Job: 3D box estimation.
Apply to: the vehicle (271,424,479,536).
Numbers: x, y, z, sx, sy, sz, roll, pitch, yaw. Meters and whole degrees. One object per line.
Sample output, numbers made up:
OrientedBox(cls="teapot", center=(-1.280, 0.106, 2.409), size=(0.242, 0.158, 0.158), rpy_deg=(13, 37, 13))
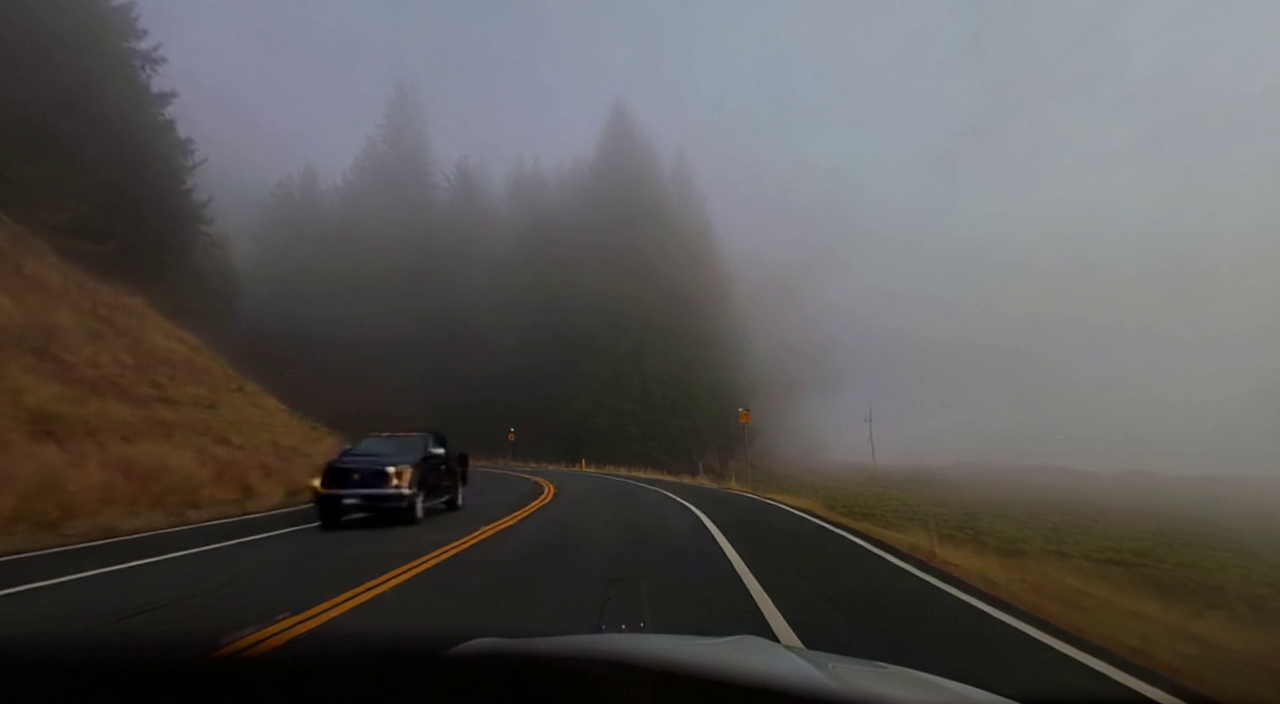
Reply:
OrientedBox(cls="vehicle", center=(-5.481, 2.718, 14.235), size=(2.546, 1.975, 5.702), rpy_deg=(0, -8, -4))
